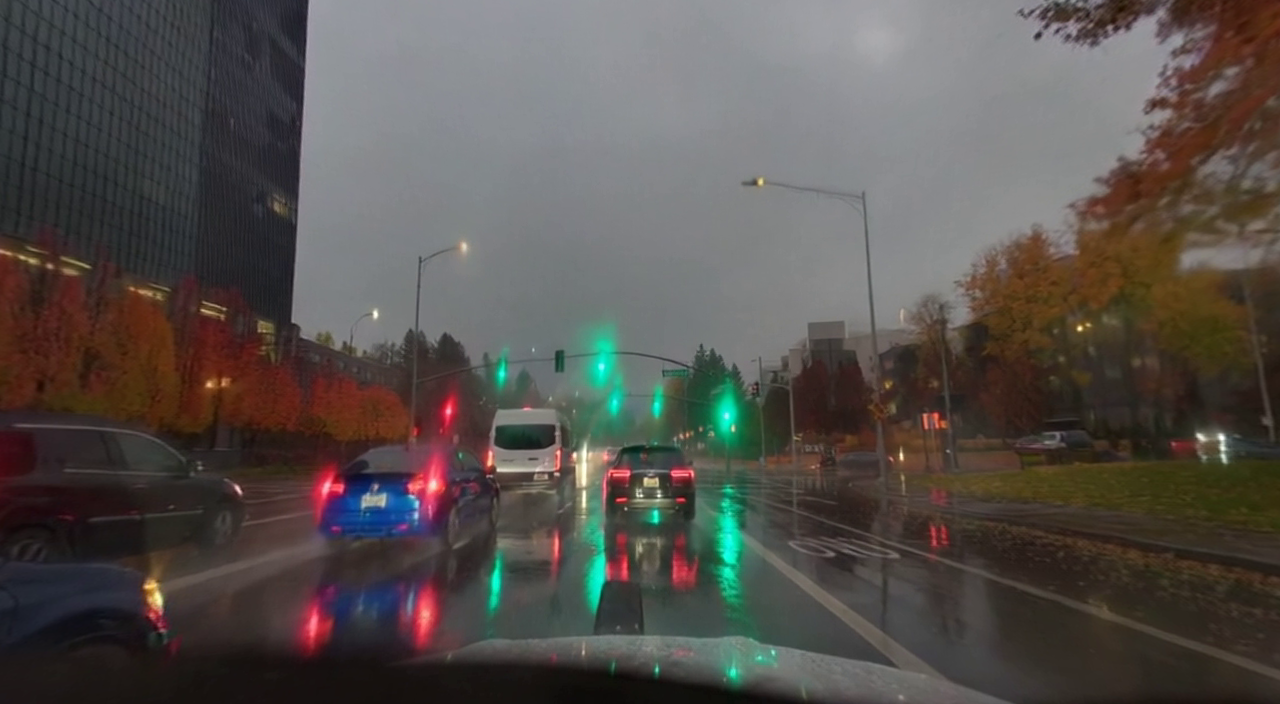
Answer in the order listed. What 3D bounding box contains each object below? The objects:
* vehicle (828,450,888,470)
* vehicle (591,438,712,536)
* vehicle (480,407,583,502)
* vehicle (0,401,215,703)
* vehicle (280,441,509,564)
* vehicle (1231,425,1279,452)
[{"bbox_3d":[17.186,8.534,49.539,3.988,1.518,1.824,0,-9,-2],"label":"vehicle"},{"bbox_3d":[0.185,2.511,12.164,1.979,1.562,3.630,-1,-9,0],"label":"vehicle"},{"bbox_3d":[-3.334,3.344,20.646,2.343,2.635,5.684,0,-9,0],"label":"vehicle"},{"bbox_3d":[-2.904,0.749,0.886,1.893,1.491,3.798,-1,-9,0],"label":"vehicle"},{"bbox_3d":[-3.529,2.224,10.032,1.955,1.499,4.223,0,-9,0],"label":"vehicle"},{"bbox_3d":[36.421,5.038,36.265,1.754,1.501,3.833,-4,-10,20],"label":"vehicle"}]
